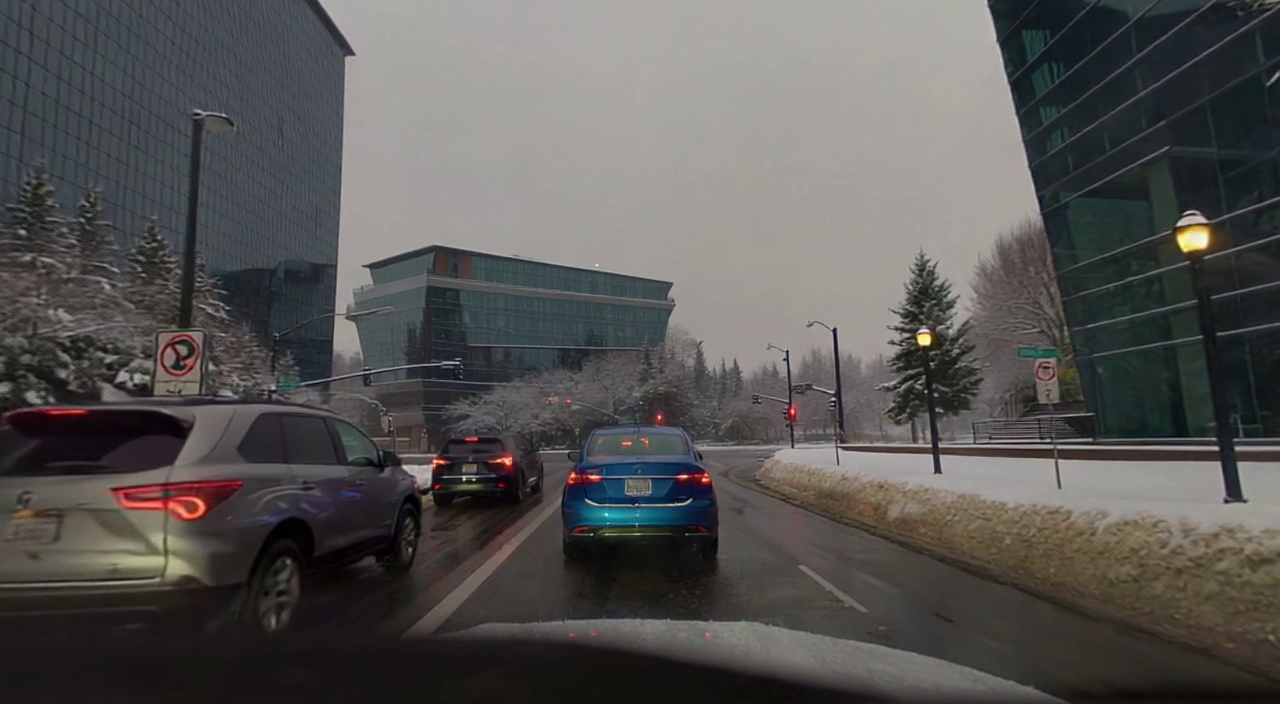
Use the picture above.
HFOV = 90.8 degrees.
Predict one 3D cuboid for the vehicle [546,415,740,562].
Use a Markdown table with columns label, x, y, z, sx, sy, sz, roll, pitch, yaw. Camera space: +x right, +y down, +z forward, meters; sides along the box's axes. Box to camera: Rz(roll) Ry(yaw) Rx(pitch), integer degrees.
| label | x | y | z | sx | sy | sz | roll | pitch | yaw |
| --- | --- | --- | --- | --- | --- | --- | --- | --- | --- |
| vehicle | 0.007 | 1.876 | 9.393 | 2.207 | 1.659 | 4.155 | 0 | -8 | -1 |

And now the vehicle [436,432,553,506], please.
| label | x | y | z | sx | sy | sz | roll | pitch | yaw |
| --- | --- | --- | --- | --- | --- | --- | --- | --- | --- |
| vehicle | -3.615 | 2.988 | 16.586 | 2.068 | 1.678 | 4.199 | 0 | -8 | 0 |

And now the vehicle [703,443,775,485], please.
| label | x | y | z | sx | sy | sz | roll | pitch | yaw |
| --- | --- | --- | --- | --- | --- | --- | --- | --- | --- |
| vehicle | 3.714 | 4.260 | 24.461 | 2.082 | 1.445 | 4.426 | 0 | -8 | 0 |

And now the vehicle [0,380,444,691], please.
| label | x | y | z | sx | sy | sz | roll | pitch | yaw |
| --- | --- | --- | --- | --- | --- | --- | --- | --- | --- |
| vehicle | -3.560 | 1.324 | 5.730 | 2.083 | 1.691 | 4.398 | 0 | -8 | 1 |
